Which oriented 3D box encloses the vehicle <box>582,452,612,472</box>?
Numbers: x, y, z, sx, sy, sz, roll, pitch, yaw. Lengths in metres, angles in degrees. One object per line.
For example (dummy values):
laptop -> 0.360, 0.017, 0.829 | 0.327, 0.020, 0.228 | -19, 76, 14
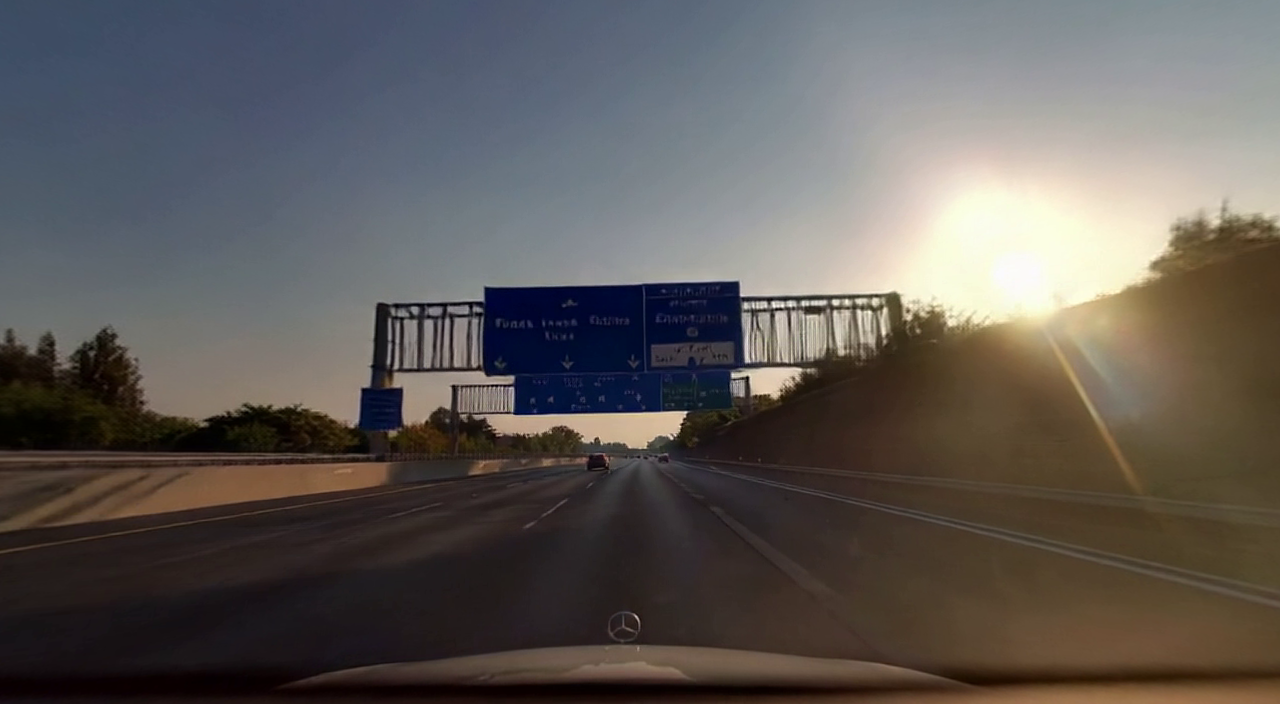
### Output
vehicle -> -3.321, 8.645, 49.639 | 2.041, 1.512, 3.996 | 0, -9, 0
